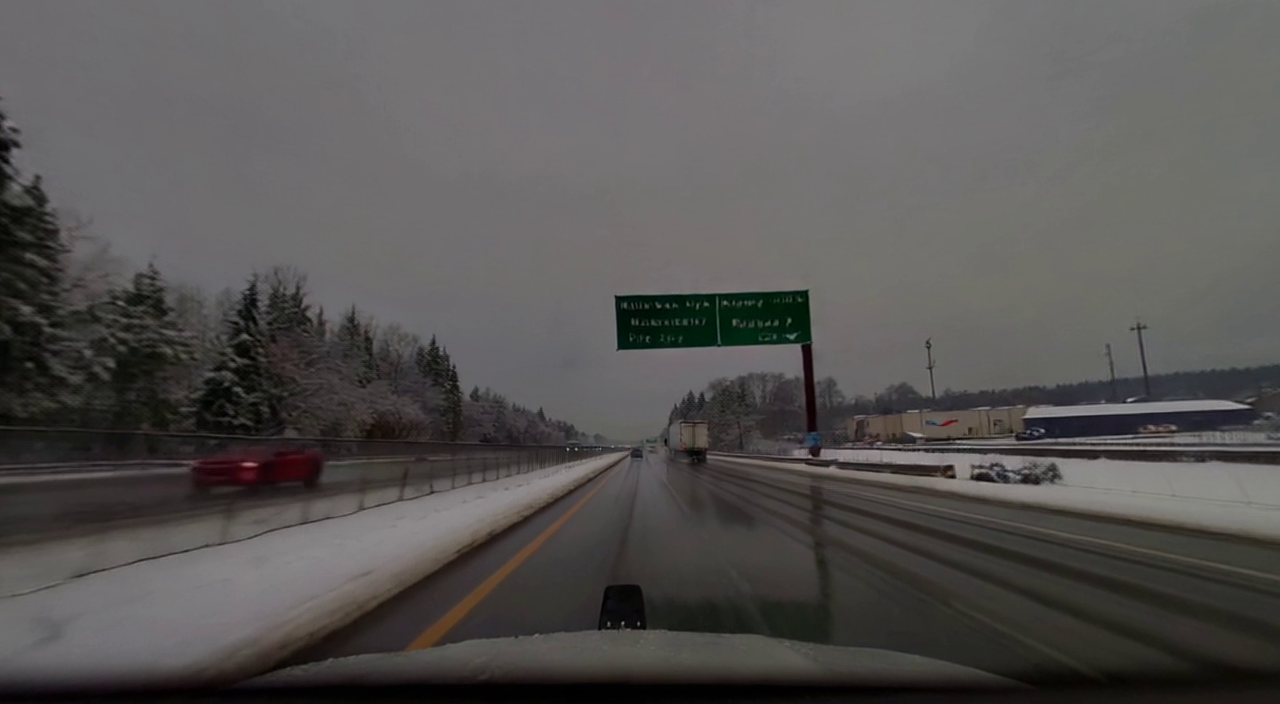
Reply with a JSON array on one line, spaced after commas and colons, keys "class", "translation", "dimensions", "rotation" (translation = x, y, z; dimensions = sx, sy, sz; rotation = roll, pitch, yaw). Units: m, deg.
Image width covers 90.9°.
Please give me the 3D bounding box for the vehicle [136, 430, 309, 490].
[{"class": "vehicle", "translation": [-12.116, 3.174, 18.798], "dimensions": [1.914, 1.562, 4.690], "rotation": [0, -9, 0]}]
